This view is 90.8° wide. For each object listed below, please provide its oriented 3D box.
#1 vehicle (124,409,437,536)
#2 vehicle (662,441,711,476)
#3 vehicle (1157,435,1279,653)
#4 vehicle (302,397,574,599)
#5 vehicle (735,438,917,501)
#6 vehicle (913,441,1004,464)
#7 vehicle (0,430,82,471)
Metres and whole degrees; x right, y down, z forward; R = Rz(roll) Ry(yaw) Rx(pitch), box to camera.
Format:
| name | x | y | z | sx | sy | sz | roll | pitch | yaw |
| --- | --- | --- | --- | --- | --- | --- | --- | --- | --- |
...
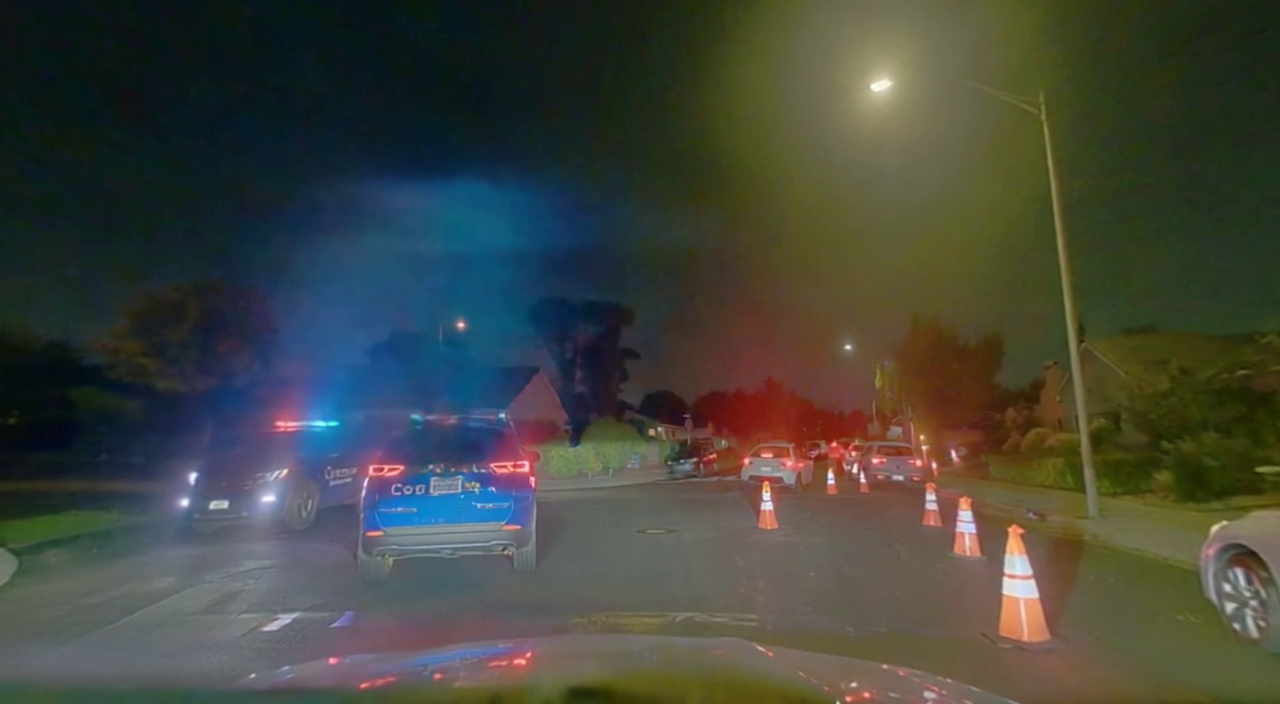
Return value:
| name | x | y | z | sx | sy | sz | roll | pitch | yaw |
| --- | --- | --- | --- | --- | --- | --- | --- | --- | --- |
| vehicle | -6.423 | 2.215 | 12.256 | 2.471 | 1.892 | 4.952 | -2 | -9 | 13 |
| vehicle | 2.534 | 5.605 | 33.530 | 2.014 | 1.742 | 4.297 | -2 | -9 | 12 |
| vehicle | 5.071 | 1.136 | 3.083 | 1.808 | 1.490 | 4.711 | -2 | -9 | 11 |
| vehicle | -2.288 | 1.611 | 7.854 | 2.350 | 1.748 | 4.094 | 2 | -9 | -14 |
| vehicle | 5.346 | 3.317 | 18.320 | 4.656 | 1.577 | 2.099 | 2 | -8 | -19 |
| vehicle | 21.552 | 6.833 | 42.930 | 5.066 | 1.534 | 1.905 | -1 | -9 | 8 |
| vehicle | -30.377 | 4.804 | 30.945 | 1.908 | 1.898 | 4.120 | -2 | -9 | 11 |
